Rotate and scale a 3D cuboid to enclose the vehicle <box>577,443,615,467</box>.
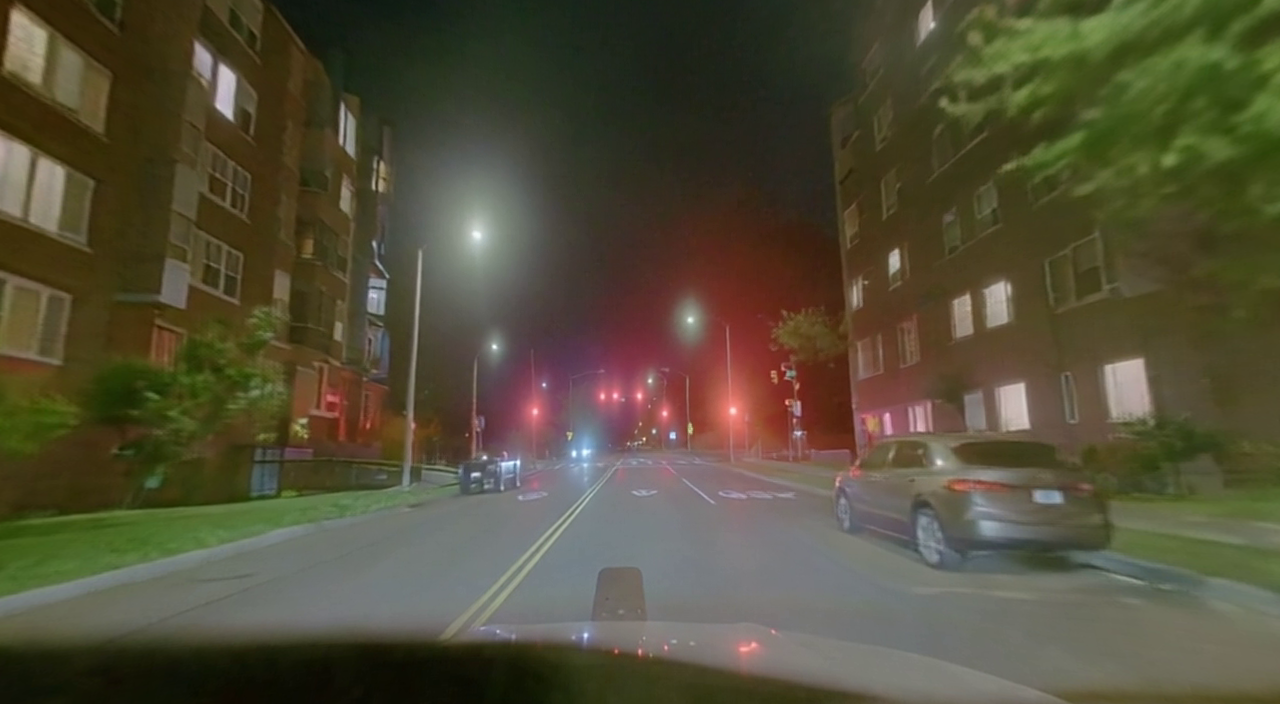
[{"bbox_3d":[-2.731,6.478,39.969,2.029,1.438,4.313,0,-8,1],"label":"vehicle"}]

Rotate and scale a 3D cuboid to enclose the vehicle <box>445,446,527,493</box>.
[{"bbox_3d":[-5.773,4.412,24.228,1.947,1.473,4.397,-4,-8,1],"label":"vehicle"}]

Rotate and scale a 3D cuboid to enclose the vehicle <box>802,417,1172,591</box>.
[{"bbox_3d":[4.023,1.828,8.601,2.082,1.662,4.753,0,-8,-4],"label":"vehicle"}]
